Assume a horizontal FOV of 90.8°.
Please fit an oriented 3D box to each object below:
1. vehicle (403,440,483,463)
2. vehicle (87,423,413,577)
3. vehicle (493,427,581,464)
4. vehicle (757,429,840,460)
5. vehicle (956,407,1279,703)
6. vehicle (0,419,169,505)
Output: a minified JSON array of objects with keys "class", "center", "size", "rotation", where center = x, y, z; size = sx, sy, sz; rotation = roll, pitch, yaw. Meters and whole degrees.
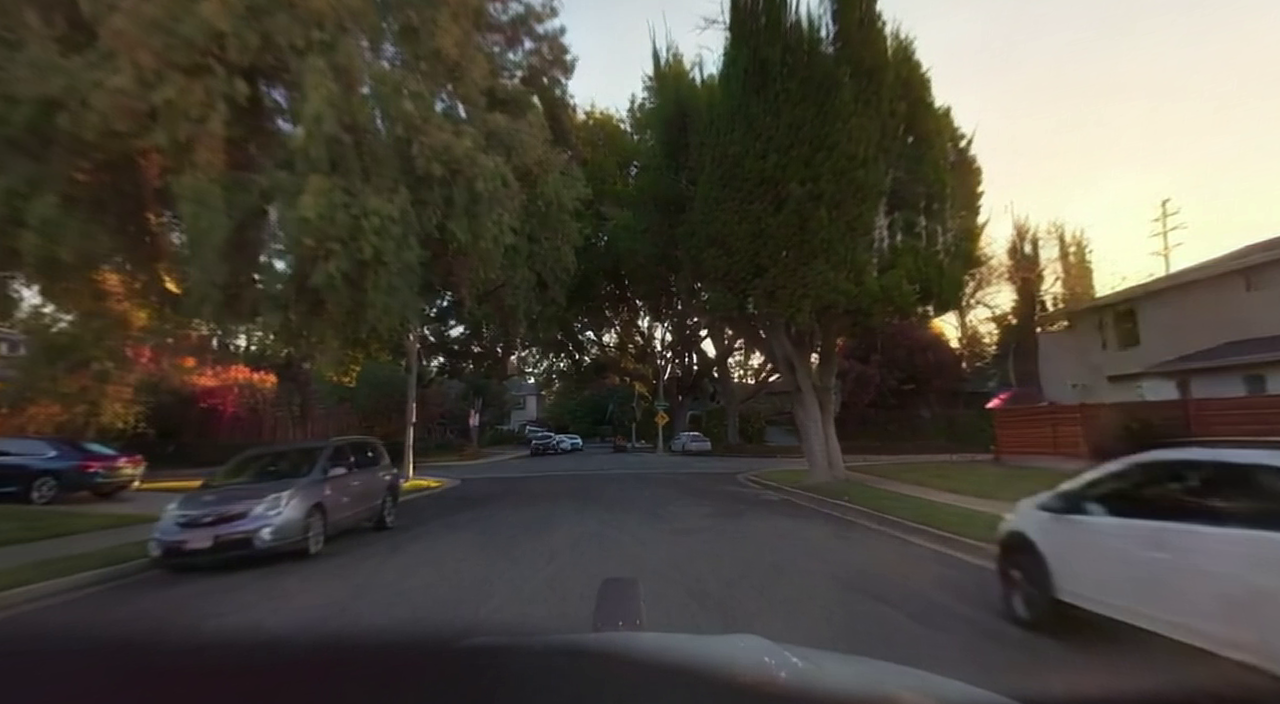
[{"class":"vehicle","center":[-12.909,6.556,41.570],"size":[4.650,1.480,1.782],"rotation":[0,-9,0]},{"class":"vehicle","center":[-5.069,1.943,9.137],"size":[1.887,1.660,4.312],"rotation":[0,-8,1]},{"class":"vehicle","center":[-6.730,6.164,41.797],"size":[5.419,2.292,2.272],"rotation":[0,-7,-1]},{"class":"vehicle","center":[10.402,6.116,41.762],"size":[4.919,1.969,2.104],"rotation":[1,-9,2]},{"class":"vehicle","center":[3.698,1.085,3.352],"size":[1.945,1.495,3.983],"rotation":[0,-8,0]},{"class":"vehicle","center":[-14.127,2.489,14.460],"size":[5.088,1.792,1.966],"rotation":[0,-8,1]}]
